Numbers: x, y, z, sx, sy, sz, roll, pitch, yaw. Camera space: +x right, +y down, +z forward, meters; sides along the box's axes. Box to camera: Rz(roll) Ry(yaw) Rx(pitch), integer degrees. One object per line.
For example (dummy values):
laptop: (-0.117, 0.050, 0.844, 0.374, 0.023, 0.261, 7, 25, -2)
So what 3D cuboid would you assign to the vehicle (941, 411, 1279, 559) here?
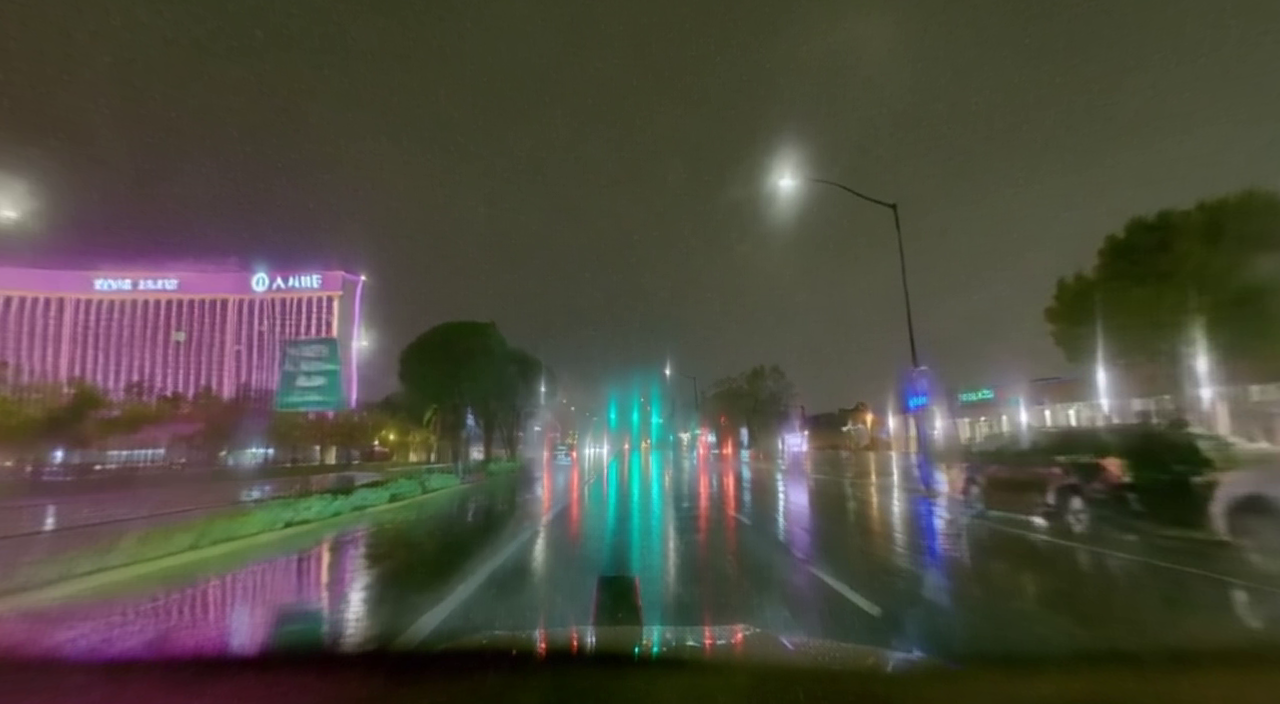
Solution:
vehicle: (6.868, 1.885, 9.727, 1.950, 1.678, 4.985, 0, -8, 0)

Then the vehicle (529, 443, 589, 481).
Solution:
vehicle: (-3.360, 4.655, 26.870, 2.005, 1.477, 4.169, 0, -8, 0)

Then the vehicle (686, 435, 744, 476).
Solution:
vehicle: (3.410, 4.807, 29.407, 2.083, 1.743, 4.354, 0, -8, -1)
